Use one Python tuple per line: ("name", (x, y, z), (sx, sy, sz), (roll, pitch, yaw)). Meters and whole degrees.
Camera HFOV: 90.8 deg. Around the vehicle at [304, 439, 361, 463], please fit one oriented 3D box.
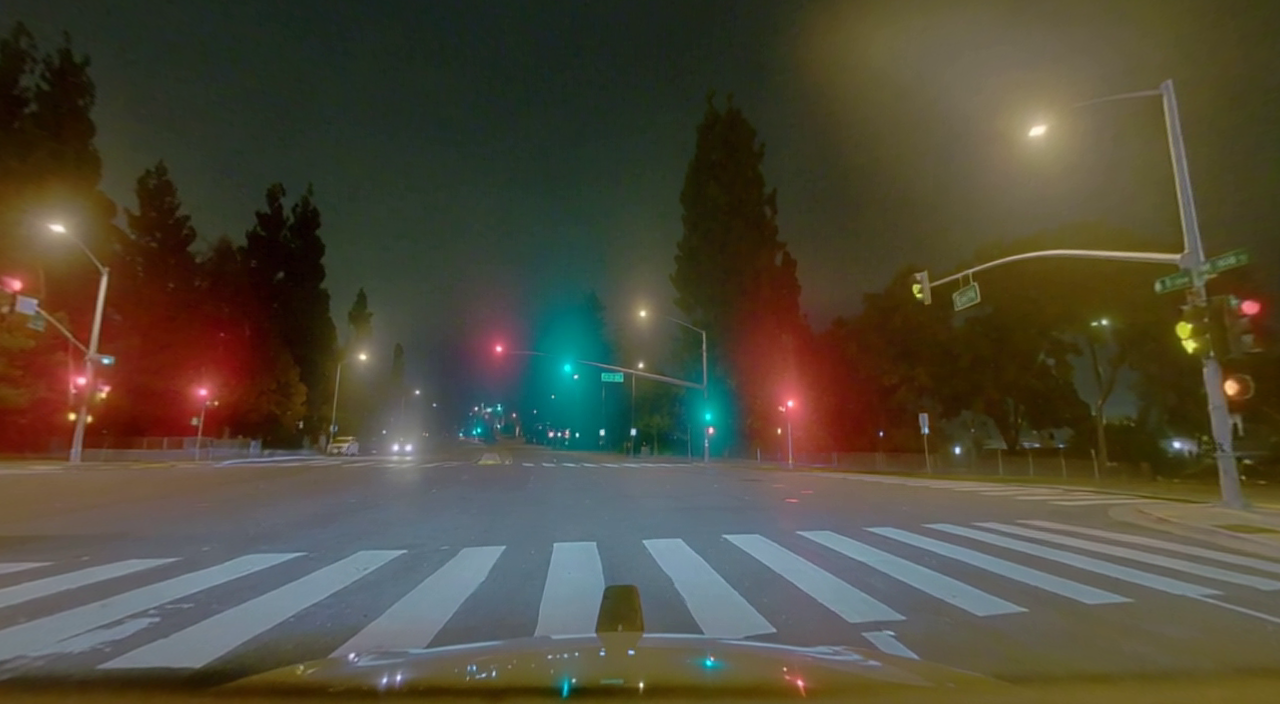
("vehicle", (-19.778, 6.383, 40.795), (1.918, 1.432, 4.433), (1, -9, -7))
